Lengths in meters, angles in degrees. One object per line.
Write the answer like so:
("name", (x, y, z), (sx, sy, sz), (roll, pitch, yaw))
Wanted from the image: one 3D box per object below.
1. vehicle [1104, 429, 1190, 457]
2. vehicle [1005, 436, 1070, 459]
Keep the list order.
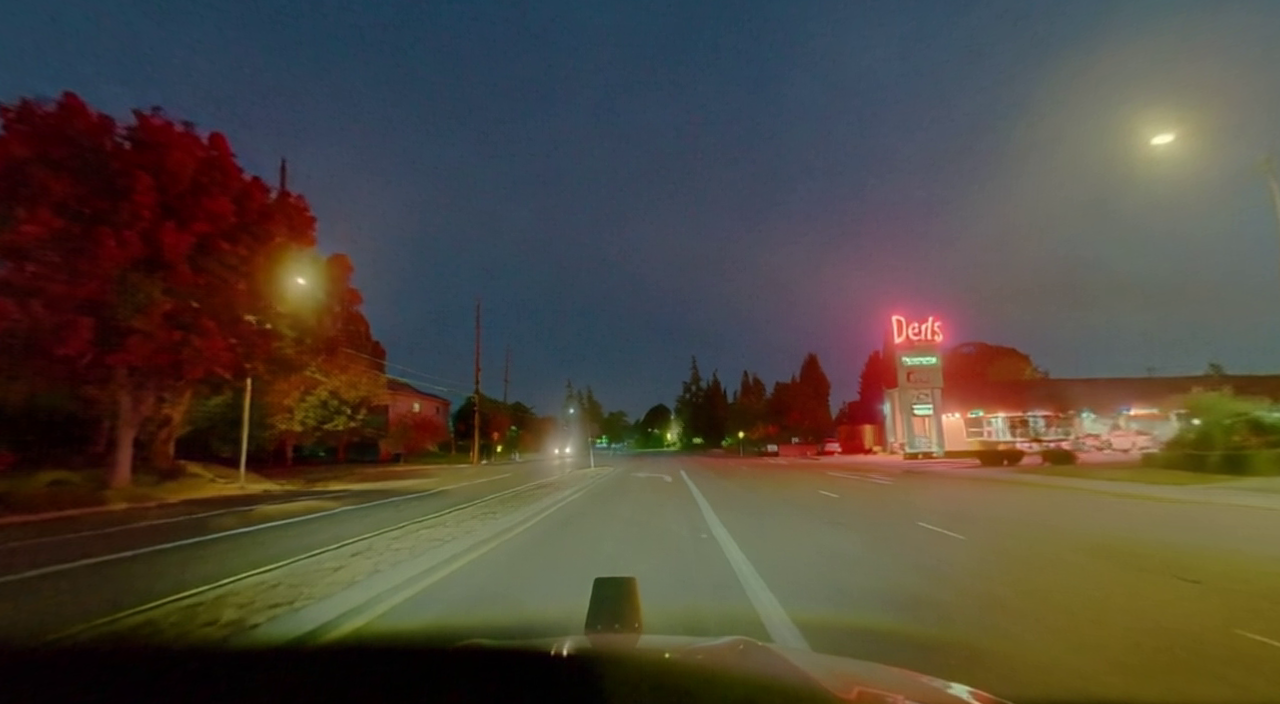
("vehicle", (36.362, 6.498, 45.516), (2.028, 1.886, 5.190), (0, -7, 2))
("vehicle", (28.135, 6.787, 44.891), (1.836, 1.497, 4.419), (-1, -8, 2))
